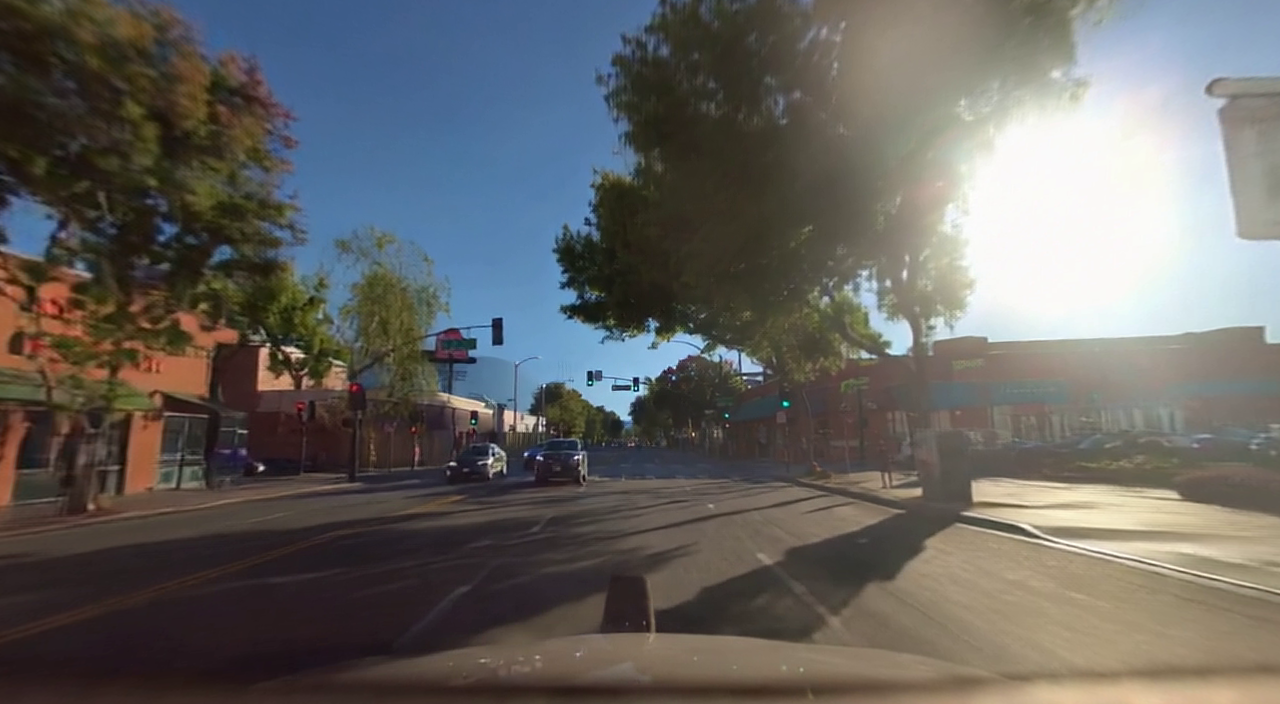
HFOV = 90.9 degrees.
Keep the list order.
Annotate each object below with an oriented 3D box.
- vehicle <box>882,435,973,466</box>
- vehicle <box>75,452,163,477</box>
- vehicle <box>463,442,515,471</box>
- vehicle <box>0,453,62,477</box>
[{"bbox_3d":[16.662,5.729,36.719,4.299,1.679,2.011,0,-8,0],"label":"vehicle"},{"bbox_3d":[-32.452,6.978,39.313,3.760,1.480,1.795,0,-8,-3],"label":"vehicle"},{"bbox_3d":[-8.613,5.992,36.268,1.978,1.561,3.907,0,-8,1],"label":"vehicle"},{"bbox_3d":[-42.519,7.714,43.147,4.036,1.545,1.753,0,-8,0],"label":"vehicle"}]
